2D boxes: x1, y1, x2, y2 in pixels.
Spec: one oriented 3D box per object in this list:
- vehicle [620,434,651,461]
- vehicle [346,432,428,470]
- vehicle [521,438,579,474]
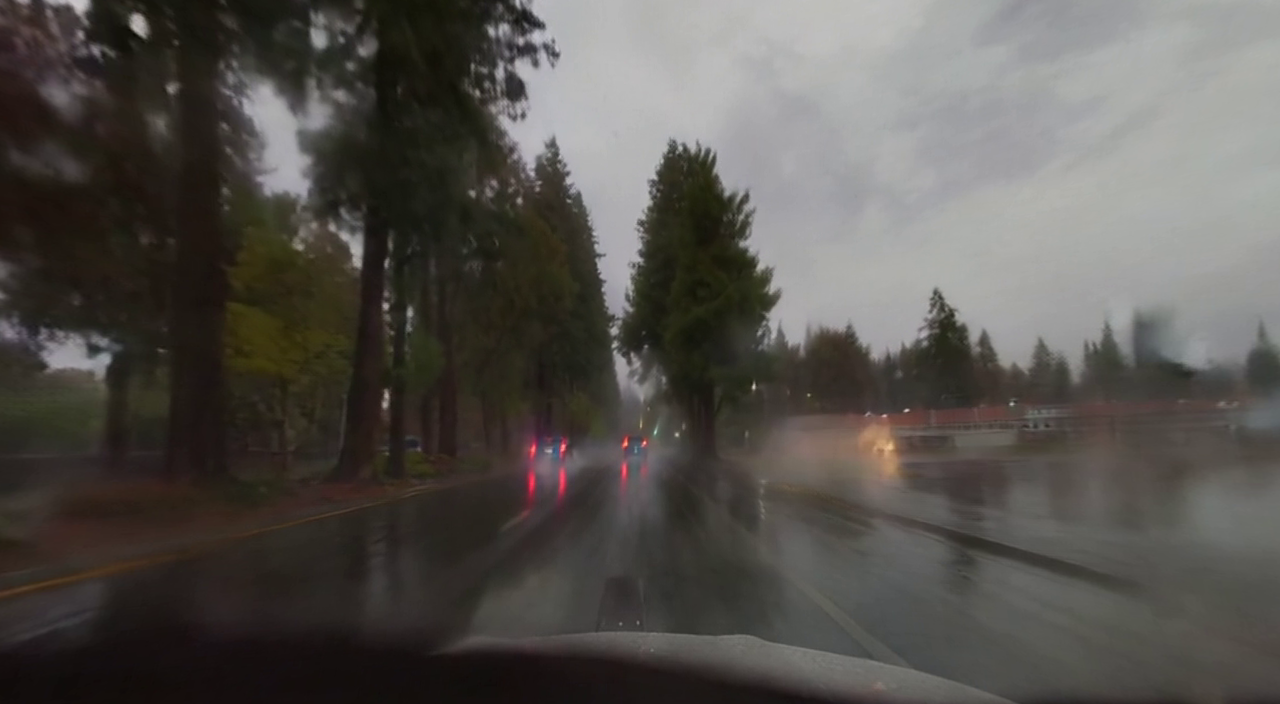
[{"bbox_3d":[-0.318,6.519,43.320,2.018,1.769,3.897,0,-8,0],"label":"vehicle"},{"bbox_3d":[-16.649,6.537,42.142,2.687,2.262,6.995,0,-8,-2],"label":"vehicle"},{"bbox_3d":[-3.898,4.571,28.142,1.917,1.448,4.178,0,-8,1],"label":"vehicle"}]
